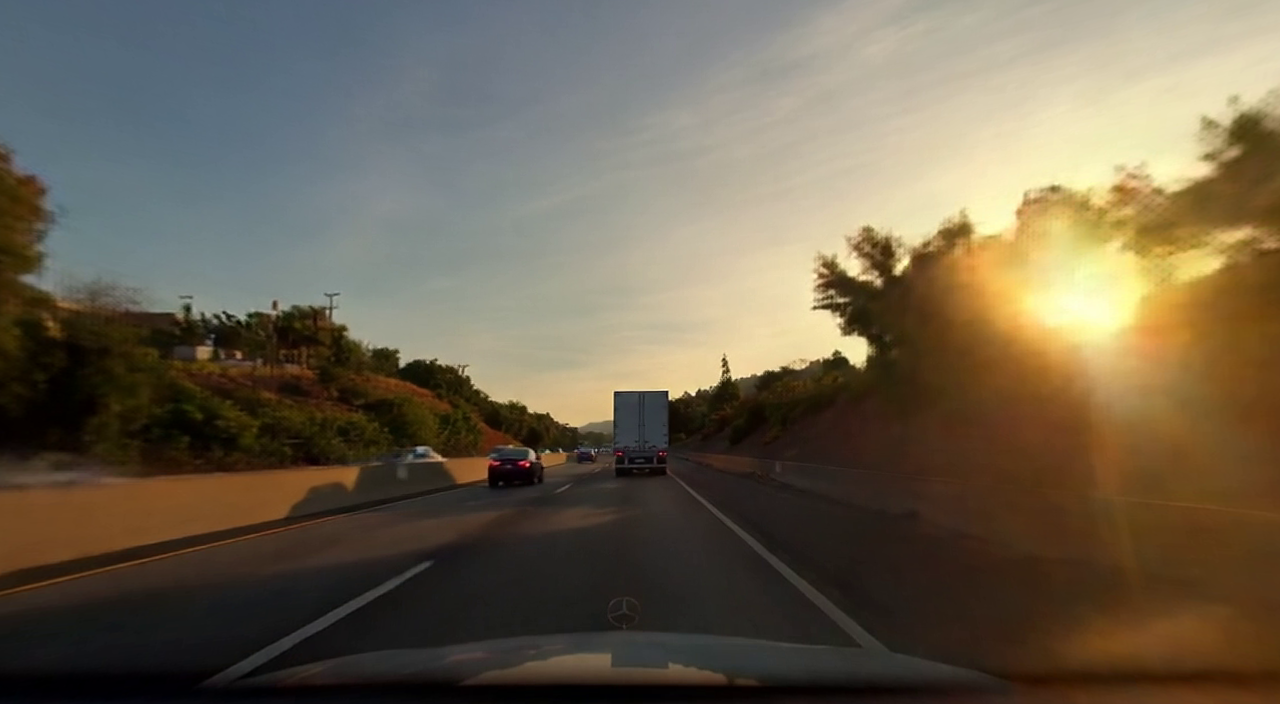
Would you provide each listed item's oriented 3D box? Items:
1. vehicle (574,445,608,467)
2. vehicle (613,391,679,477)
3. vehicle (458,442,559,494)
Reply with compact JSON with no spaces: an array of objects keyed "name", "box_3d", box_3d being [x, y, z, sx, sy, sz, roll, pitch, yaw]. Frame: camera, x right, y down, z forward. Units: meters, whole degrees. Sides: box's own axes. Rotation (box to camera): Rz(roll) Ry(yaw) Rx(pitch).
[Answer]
[{"name":"vehicle","box_3d":[-3.674,7.909,47.955,2.074,1.546,4.946,0,-9,1]},{"name":"vehicle","box_3d":[0.203,4.433,33.136,2.959,3.828,9.617,0,-9,-1]},{"name":"vehicle","box_3d":[-4.125,3.756,20.760,2.206,1.478,4.824,0,-9,1]}]
